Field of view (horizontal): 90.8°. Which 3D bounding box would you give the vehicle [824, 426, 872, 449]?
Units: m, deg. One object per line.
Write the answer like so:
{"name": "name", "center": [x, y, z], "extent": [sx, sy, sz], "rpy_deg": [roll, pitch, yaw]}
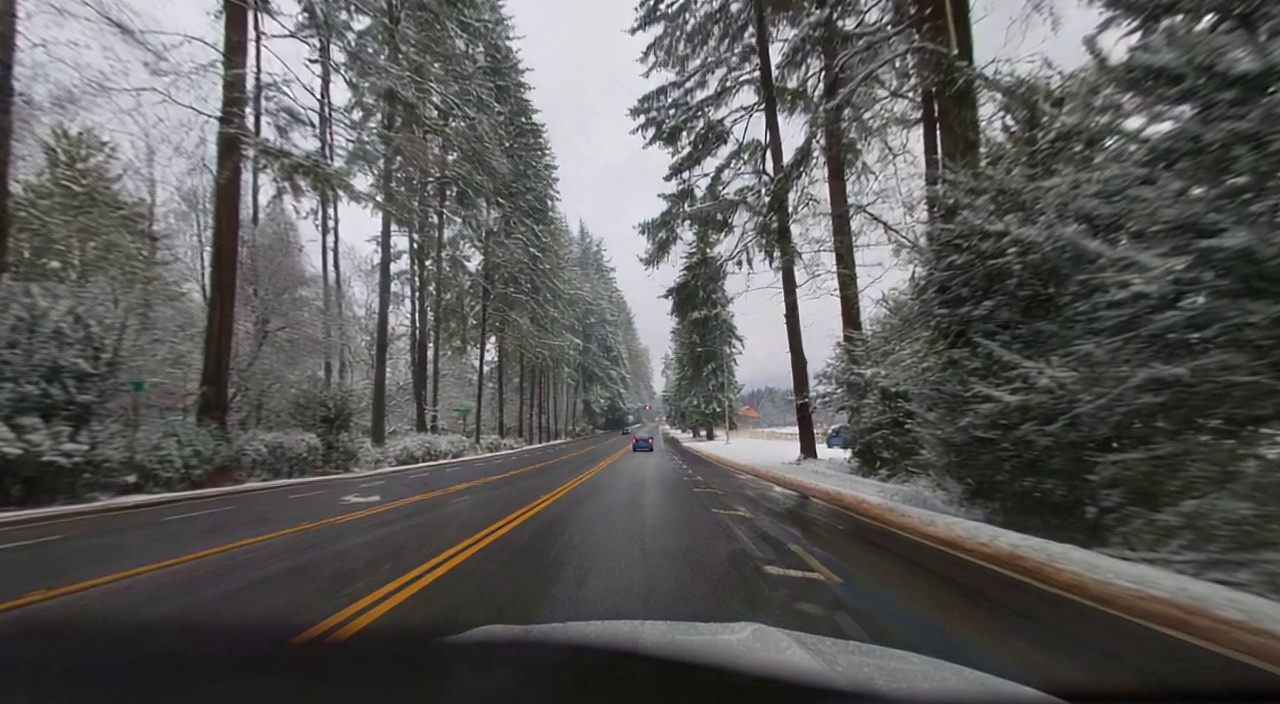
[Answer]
{"name": "vehicle", "center": [14.021, 5.757, 42.793], "extent": [1.762, 1.479, 4.546], "rpy_deg": [0, -7, 1]}

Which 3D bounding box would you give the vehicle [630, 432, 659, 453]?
{"name": "vehicle", "center": [0.363, 6.873, 47.913], "extent": [2.067, 1.486, 3.861], "rpy_deg": [0, -9, 1]}
